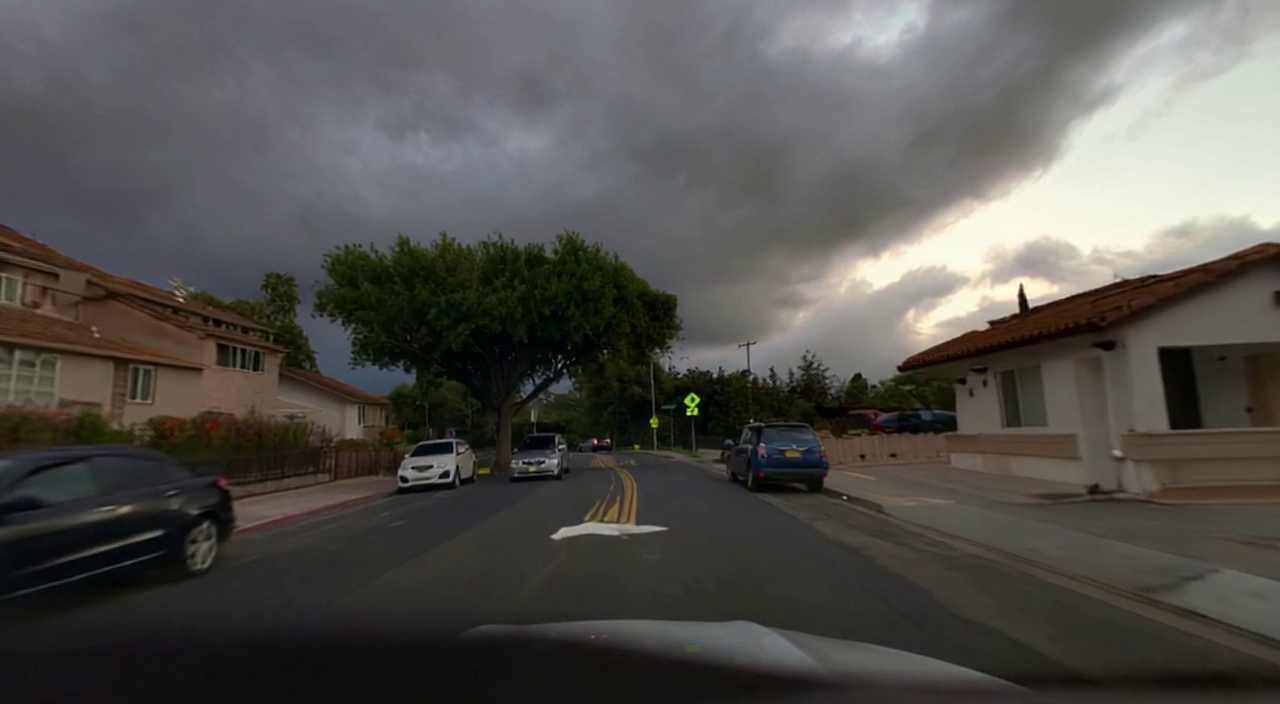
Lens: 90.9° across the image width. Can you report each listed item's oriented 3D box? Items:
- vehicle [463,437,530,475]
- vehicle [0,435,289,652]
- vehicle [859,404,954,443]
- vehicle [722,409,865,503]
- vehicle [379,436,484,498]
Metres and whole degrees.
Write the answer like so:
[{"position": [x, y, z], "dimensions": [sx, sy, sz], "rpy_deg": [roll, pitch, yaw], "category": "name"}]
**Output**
[{"position": [-6.086, 4.434, 27.173], "dimensions": [1.919, 1.464, 4.155], "rpy_deg": [1, -8, -1], "category": "vehicle"}, {"position": [-5.621, 1.524, 5.651], "dimensions": [1.972, 1.502, 5.530], "rpy_deg": [1, -7, -3], "category": "vehicle"}, {"position": [13.390, 3.677, 31.827], "dimensions": [4.184, 1.817, 2.026], "rpy_deg": [-4, -9, 22], "category": "vehicle"}, {"position": [3.096, 2.201, 13.782], "dimensions": [1.997, 1.663, 4.544], "rpy_deg": [-2, -8, 1], "category": "vehicle"}, {"position": [-5.907, 3.250, 18.337], "dimensions": [1.842, 1.540, 3.704], "rpy_deg": [-2, -7, -1], "category": "vehicle"}]
